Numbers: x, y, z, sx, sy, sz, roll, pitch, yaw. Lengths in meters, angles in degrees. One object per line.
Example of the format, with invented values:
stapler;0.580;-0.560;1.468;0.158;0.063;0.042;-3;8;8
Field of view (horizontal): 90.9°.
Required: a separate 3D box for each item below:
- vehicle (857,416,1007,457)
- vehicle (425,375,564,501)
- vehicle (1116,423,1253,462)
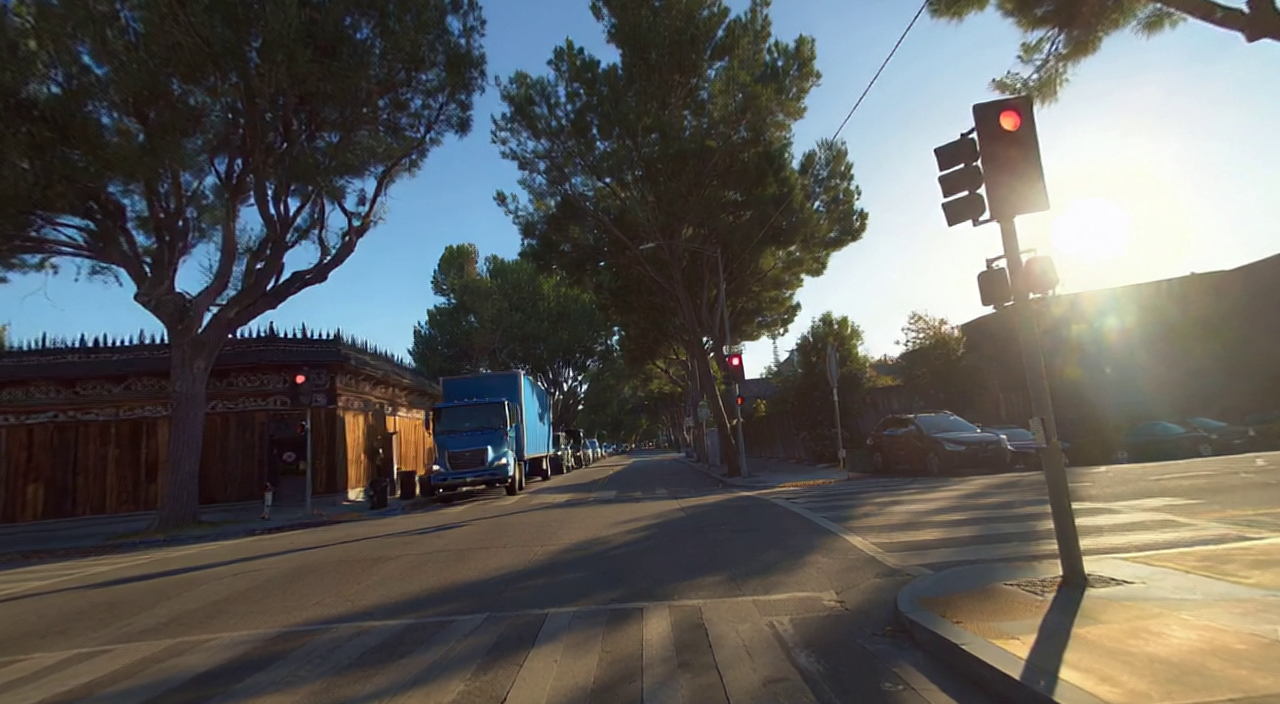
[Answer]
vehicle;10.696;3.141;23.424;4.643;1.456;1.820;-1;-8;5
vehicle;-5.728;3.723;27.147;3.113;4.041;10.284;-7;-8;0
vehicle;24.952;4.161;29.028;4.268;1.695;2.053;0;-8;3
